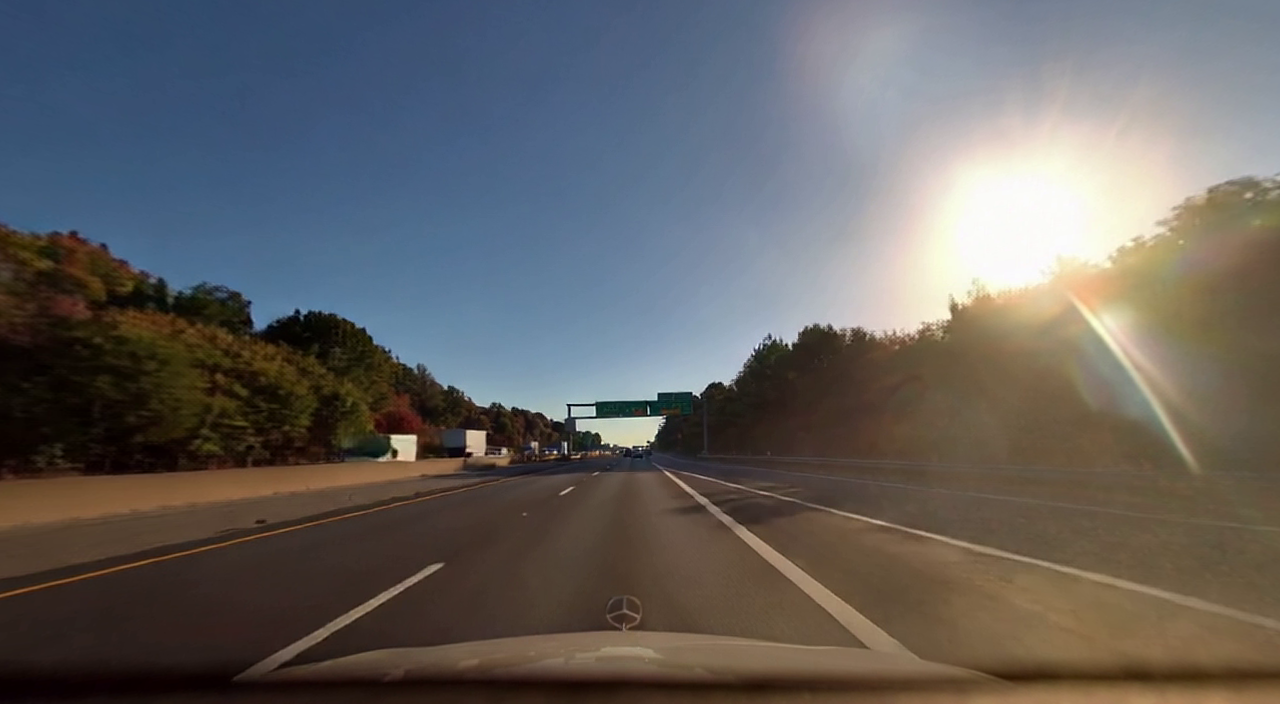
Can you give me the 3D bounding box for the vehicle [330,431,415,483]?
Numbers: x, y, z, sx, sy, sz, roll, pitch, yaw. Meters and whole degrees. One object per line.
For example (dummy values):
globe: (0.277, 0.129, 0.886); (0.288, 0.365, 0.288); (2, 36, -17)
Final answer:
vehicle: (-15.043, 5.966, 35.925); (2.308, 2.671, 5.819); (0, -9, -1)
